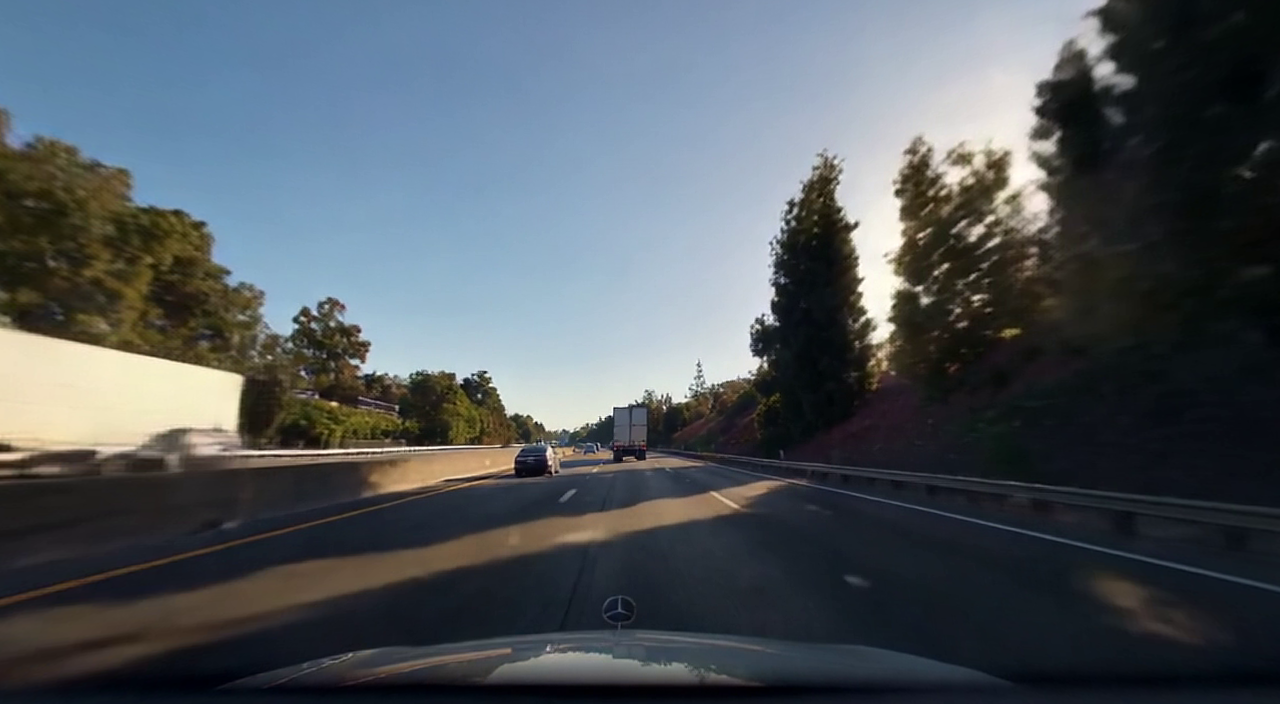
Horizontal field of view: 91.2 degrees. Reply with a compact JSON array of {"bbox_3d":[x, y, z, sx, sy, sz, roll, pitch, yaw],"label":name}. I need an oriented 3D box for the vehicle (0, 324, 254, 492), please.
[{"bbox_3d":[-17.312,1.891,18.685,2.937,4.088,14.102,0,-9,-1],"label":"vehicle"}]

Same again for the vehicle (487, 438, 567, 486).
[{"bbox_3d":[-3.978,3.962,22.862,2.057,1.519,4.372,-1,-9,1],"label":"vehicle"}]

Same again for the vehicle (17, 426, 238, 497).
[{"bbox_3d":[-13.010,2.805,16.415,2.004,1.564,4.488,0,-9,-1],"label":"vehicle"}]
